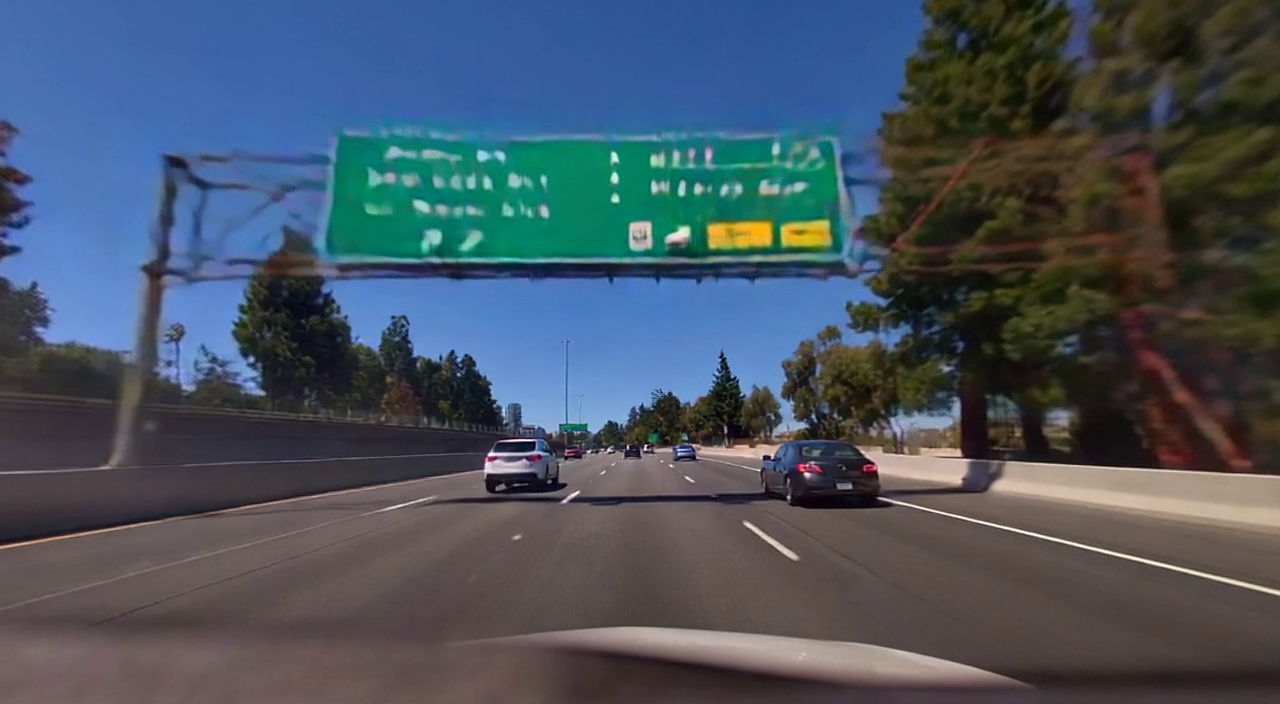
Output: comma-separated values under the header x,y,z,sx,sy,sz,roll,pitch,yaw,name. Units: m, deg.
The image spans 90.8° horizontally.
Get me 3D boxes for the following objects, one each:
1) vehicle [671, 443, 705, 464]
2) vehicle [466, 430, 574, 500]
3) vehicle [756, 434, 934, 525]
x,y,z,sx,sy,sz,roll,pitch,yaw,name
3.389,7.259,45.264,2.021,1.447,3.985,0,-9,-1,vehicle
-3.293,3.219,18.351,2.244,1.755,4.417,0,-9,1,vehicle
3.697,2.372,12.341,1.947,1.437,4.345,0,-9,-1,vehicle
